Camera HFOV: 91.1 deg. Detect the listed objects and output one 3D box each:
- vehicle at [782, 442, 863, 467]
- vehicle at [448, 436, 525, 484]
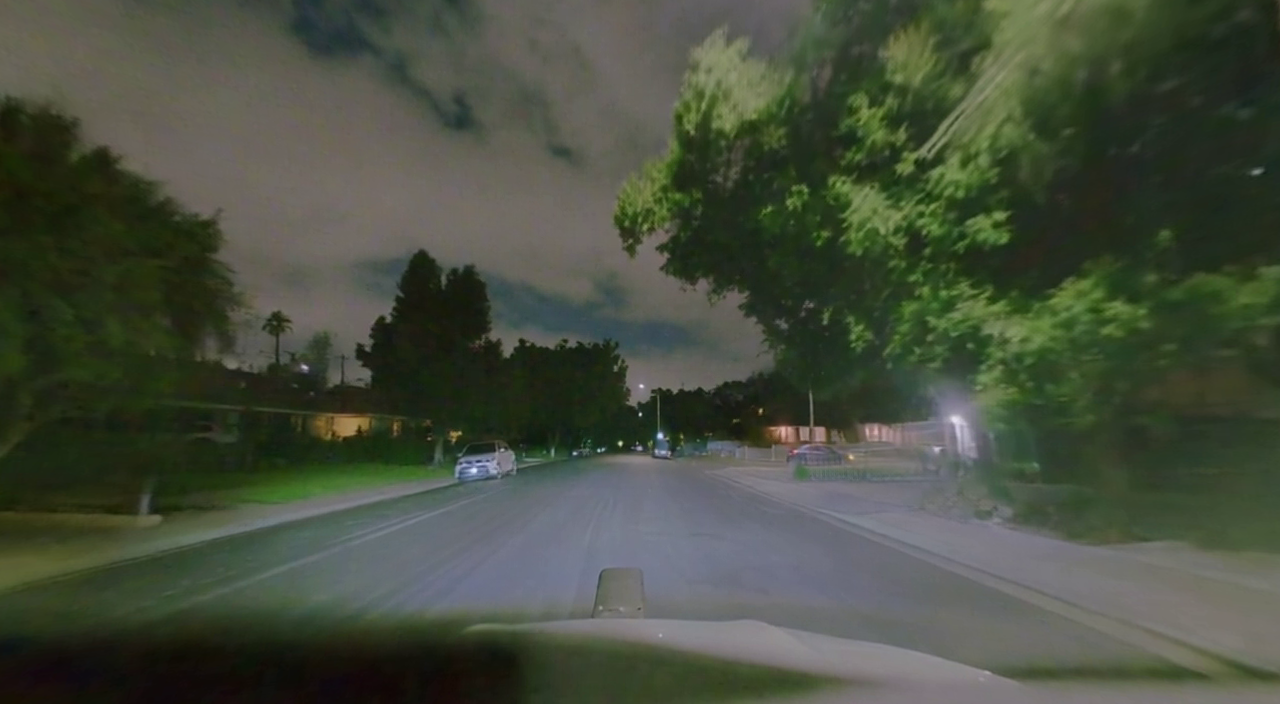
[{"bbox_3d":[12.160,6.832,42.002,4.708,1.527,2.113,0,-8,-9],"label":"vehicle"},{"bbox_3d":[-6.119,4.343,25.588,1.998,1.742,4.210,0,-8,1],"label":"vehicle"}]
